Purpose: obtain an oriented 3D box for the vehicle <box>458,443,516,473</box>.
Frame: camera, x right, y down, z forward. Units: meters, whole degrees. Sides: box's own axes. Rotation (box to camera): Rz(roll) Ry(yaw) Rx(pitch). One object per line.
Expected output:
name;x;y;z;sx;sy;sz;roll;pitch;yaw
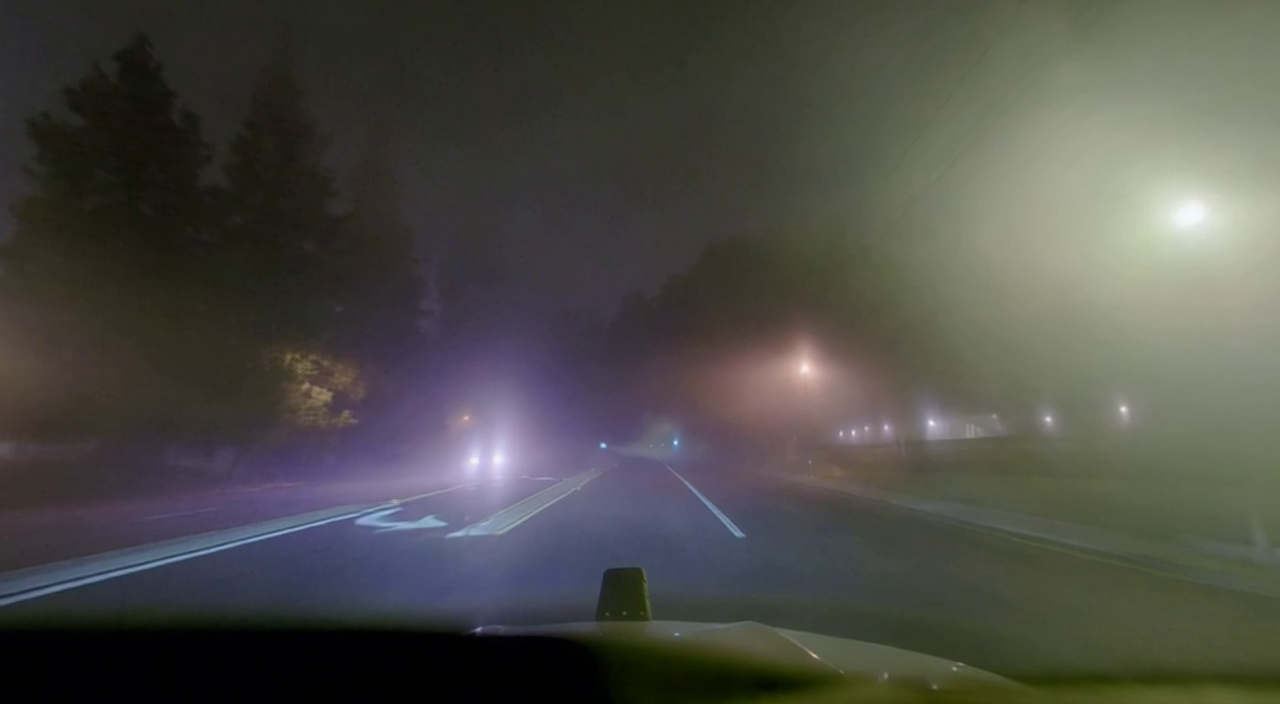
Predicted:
vehicle;-8.303;5.777;34.559;2.044;1.548;4.284;0;-8;1
